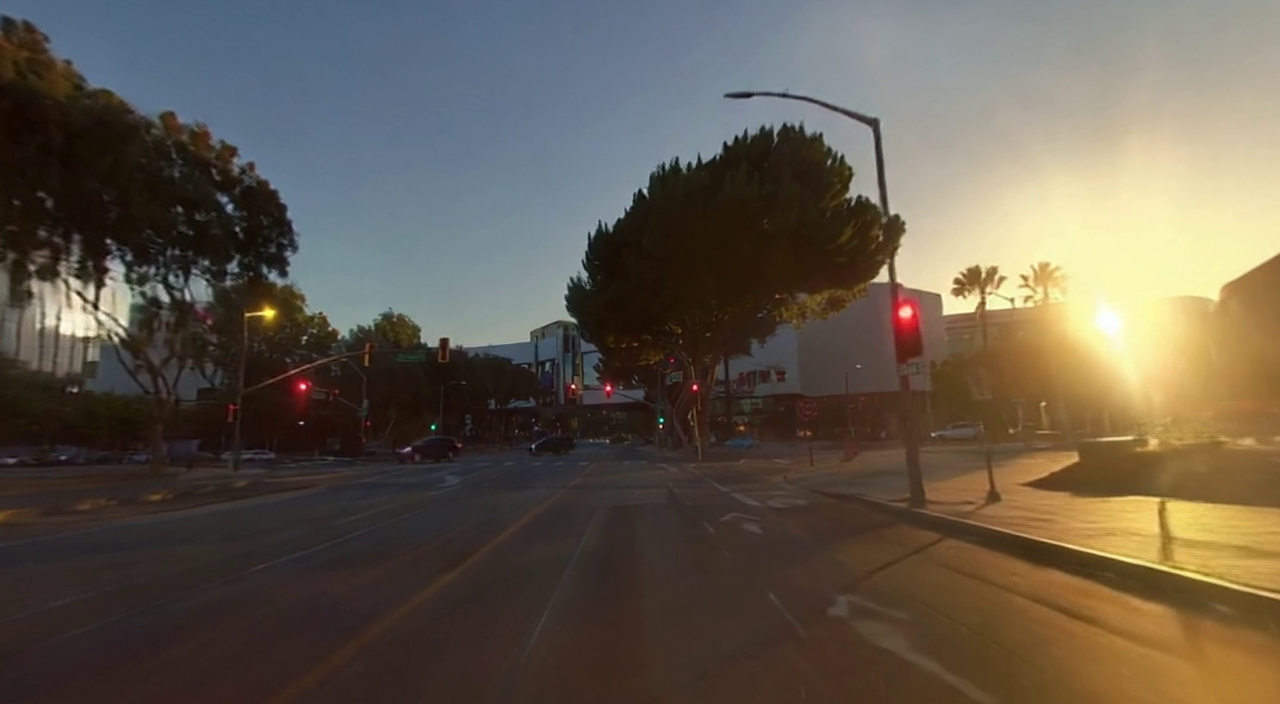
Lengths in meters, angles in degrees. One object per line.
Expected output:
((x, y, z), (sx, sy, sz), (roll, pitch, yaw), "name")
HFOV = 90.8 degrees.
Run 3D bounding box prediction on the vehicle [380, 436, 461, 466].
((-12.383, 5.620, 35.936), (2.111, 1.598, 4.359), (-3, -9, 17), "vehicle")
